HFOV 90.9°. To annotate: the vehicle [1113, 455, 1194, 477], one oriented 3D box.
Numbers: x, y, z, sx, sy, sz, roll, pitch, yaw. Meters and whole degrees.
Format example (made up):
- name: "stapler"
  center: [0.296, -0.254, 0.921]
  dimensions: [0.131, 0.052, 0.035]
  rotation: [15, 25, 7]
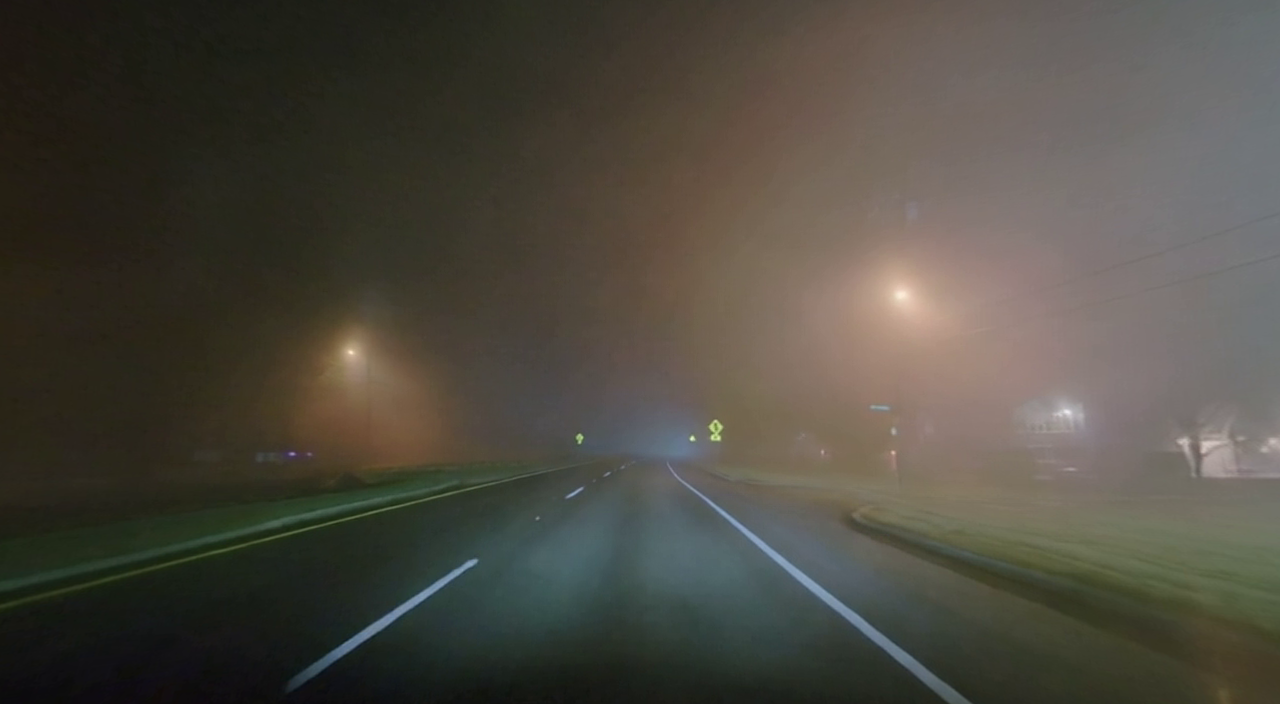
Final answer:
- name: "vehicle"
  center: [37.052, 8.213, 45.480]
  dimensions: [4.681, 1.488, 1.954]
  rotation: [3, -11, -15]
